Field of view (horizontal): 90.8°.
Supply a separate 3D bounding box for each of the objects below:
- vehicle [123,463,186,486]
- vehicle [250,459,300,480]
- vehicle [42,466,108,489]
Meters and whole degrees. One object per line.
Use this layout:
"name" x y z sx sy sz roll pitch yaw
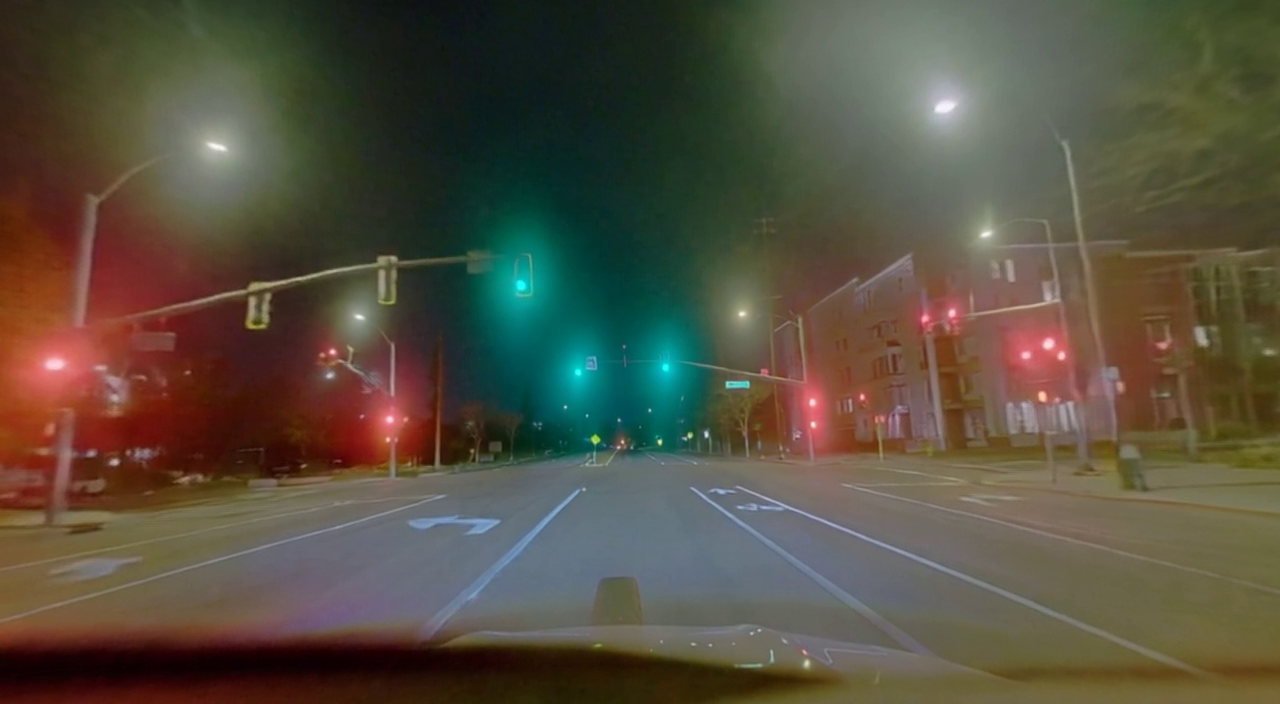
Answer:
"vehicle" -36.943 9.316 48.238 1.857 1.491 4.680 2 -9 -12
"vehicle" -28.741 9.246 49.880 1.974 1.457 4.248 1 -9 -10
"vehicle" -42.661 9.481 47.818 1.795 1.485 4.389 2 -9 -15
